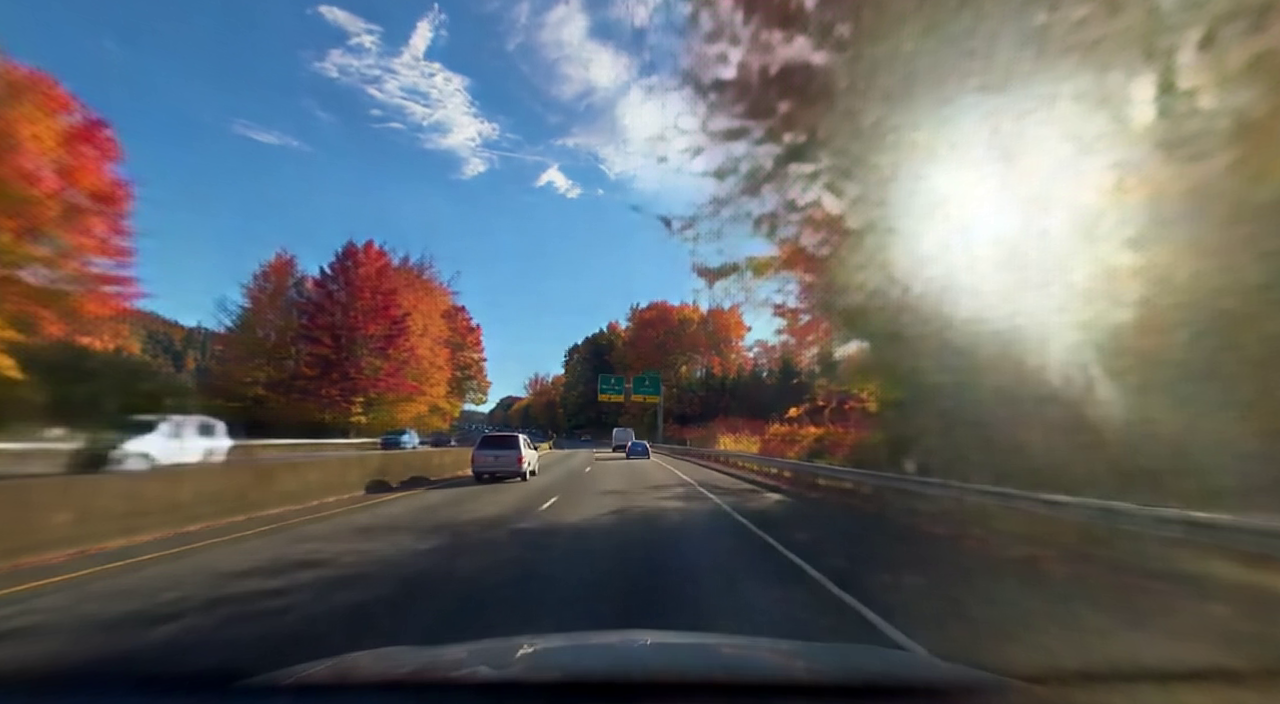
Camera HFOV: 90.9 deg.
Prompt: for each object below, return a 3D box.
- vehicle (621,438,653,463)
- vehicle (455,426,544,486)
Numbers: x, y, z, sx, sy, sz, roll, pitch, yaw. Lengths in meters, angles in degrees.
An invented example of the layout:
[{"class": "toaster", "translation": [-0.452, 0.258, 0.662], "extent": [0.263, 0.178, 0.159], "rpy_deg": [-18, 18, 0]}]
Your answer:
[{"class": "vehicle", "translation": [-0.209, 6.242, 39.961], "extent": [1.939, 1.497, 3.863], "rpy_deg": [0, -8, -1]}, {"class": "vehicle", "translation": [-4.411, 3.325, 20.443], "extent": [1.924, 1.720, 4.195], "rpy_deg": [0, -8, 0]}]
